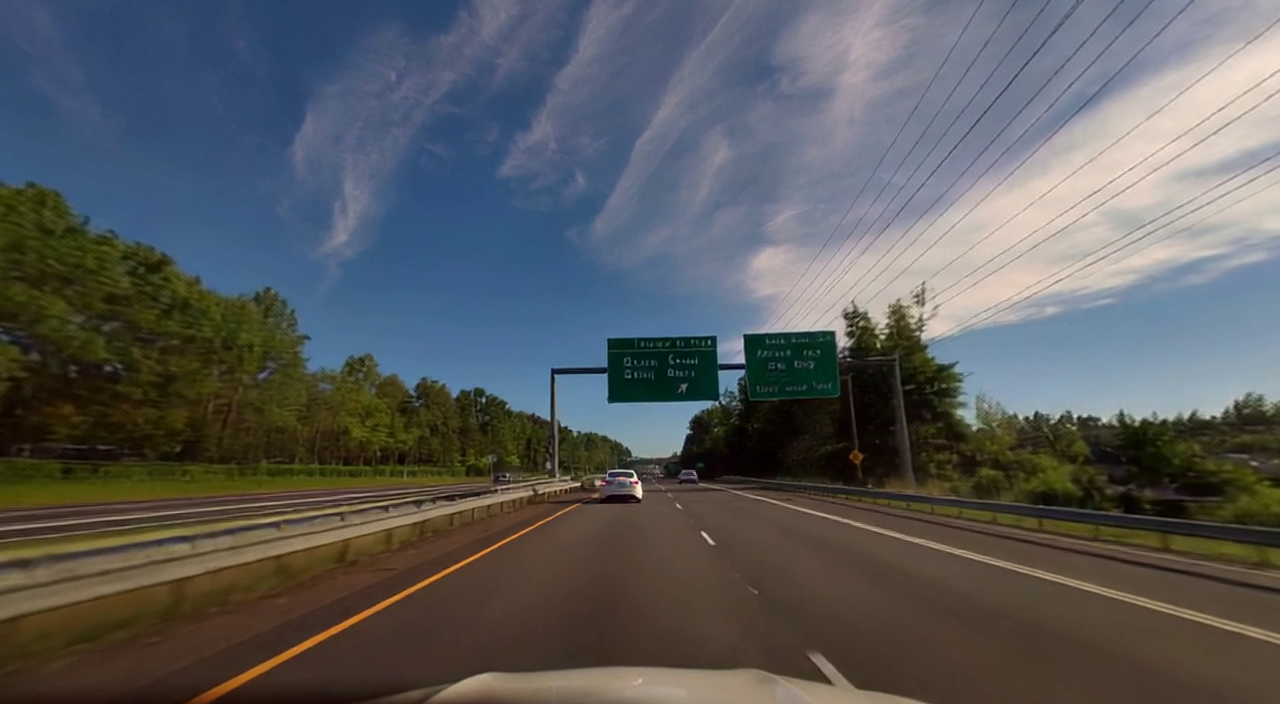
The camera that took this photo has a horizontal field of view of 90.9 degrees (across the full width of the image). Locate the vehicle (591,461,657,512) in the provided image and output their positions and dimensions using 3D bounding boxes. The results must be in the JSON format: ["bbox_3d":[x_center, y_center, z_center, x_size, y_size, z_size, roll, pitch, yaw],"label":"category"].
[{"bbox_3d":[-0.478,4.431,21.019,1.987,1.480,3.786,1,-10,0],"label":"vehicle"}]
